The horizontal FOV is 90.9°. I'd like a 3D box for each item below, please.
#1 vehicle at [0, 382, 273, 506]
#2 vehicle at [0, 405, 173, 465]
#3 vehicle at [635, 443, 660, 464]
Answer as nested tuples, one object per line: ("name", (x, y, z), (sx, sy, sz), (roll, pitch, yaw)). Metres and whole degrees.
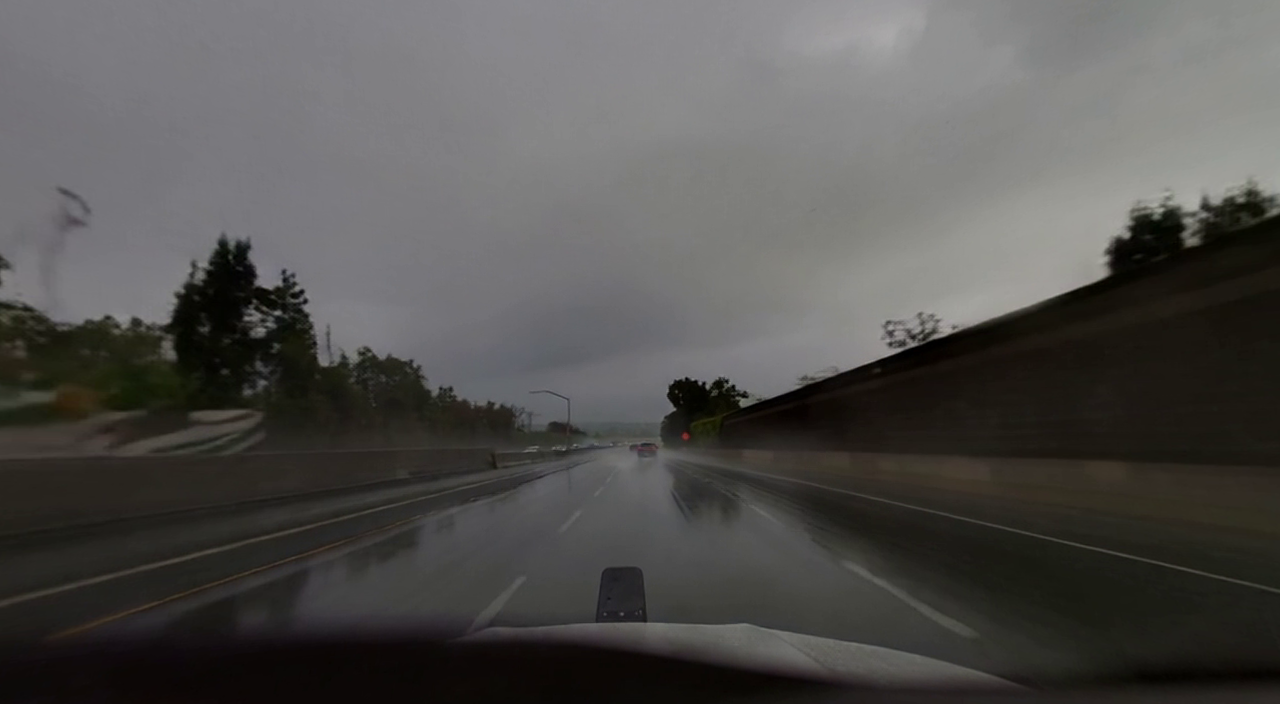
("vehicle", (-19.990, 3.693, 25.224), (2.798, 3.638, 13.257), (0, -9, -1))
("vehicle", (-19.867, 3.038, 22.796), (2.237, 1.885, 4.778), (-1, -8, 0))
("vehicle", (0.547, 7.992, 49.631), (1.873, 1.529, 3.953), (0, -9, 0))
